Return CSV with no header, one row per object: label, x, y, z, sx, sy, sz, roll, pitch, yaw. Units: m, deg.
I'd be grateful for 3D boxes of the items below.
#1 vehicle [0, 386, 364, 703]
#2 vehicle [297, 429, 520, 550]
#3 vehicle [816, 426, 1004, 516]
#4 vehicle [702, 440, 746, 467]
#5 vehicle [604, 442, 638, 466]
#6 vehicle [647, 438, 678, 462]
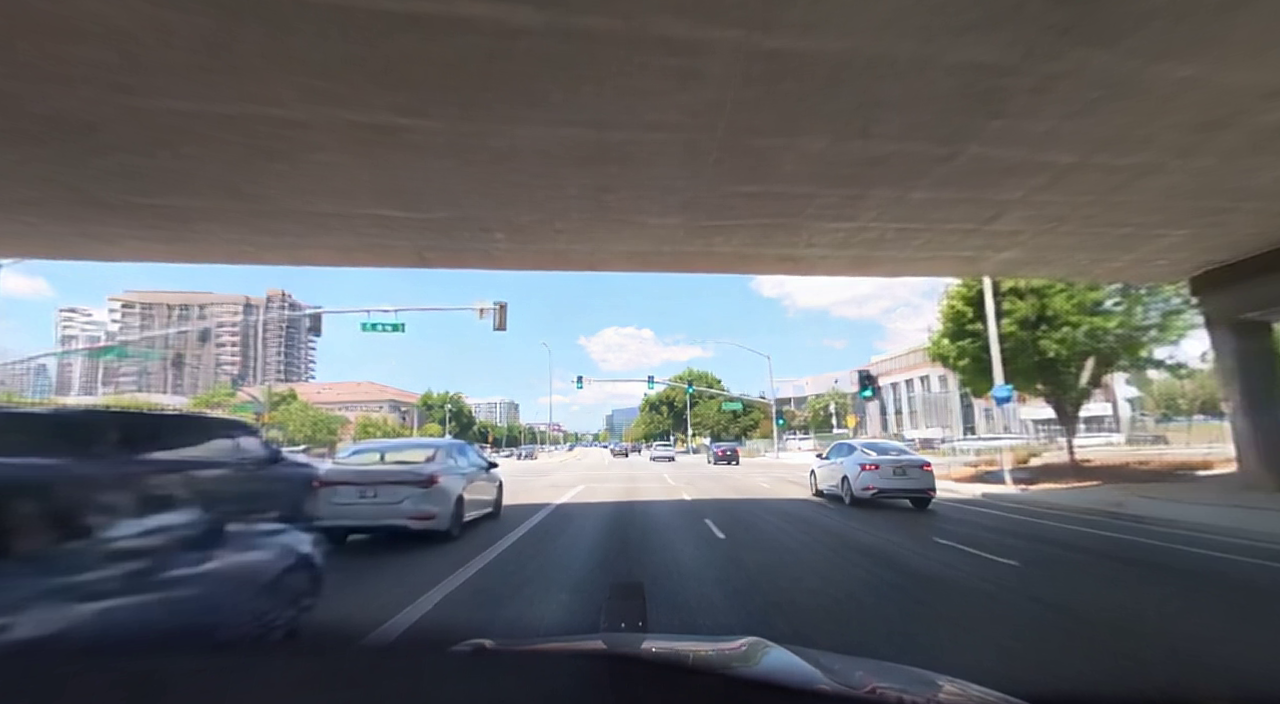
vehicle,-3.036,0.915,2.352,1.980,1.491,4.351,0,-8,0
vehicle,-3.398,2.104,10.382,1.836,1.518,4.727,0,-8,1
vehicle,5.618,2.523,13.844,2.056,1.624,4.498,0,-8,-1
vehicle,5.148,6.288,39.018,1.924,1.527,4.268,0,-8,-2
vehicle,-1.196,6.384,39.390,2.026,1.453,3.780,0,-8,-2
vehicle,1.662,7.523,48.396,2.034,1.762,4.420,0,-9,-3
